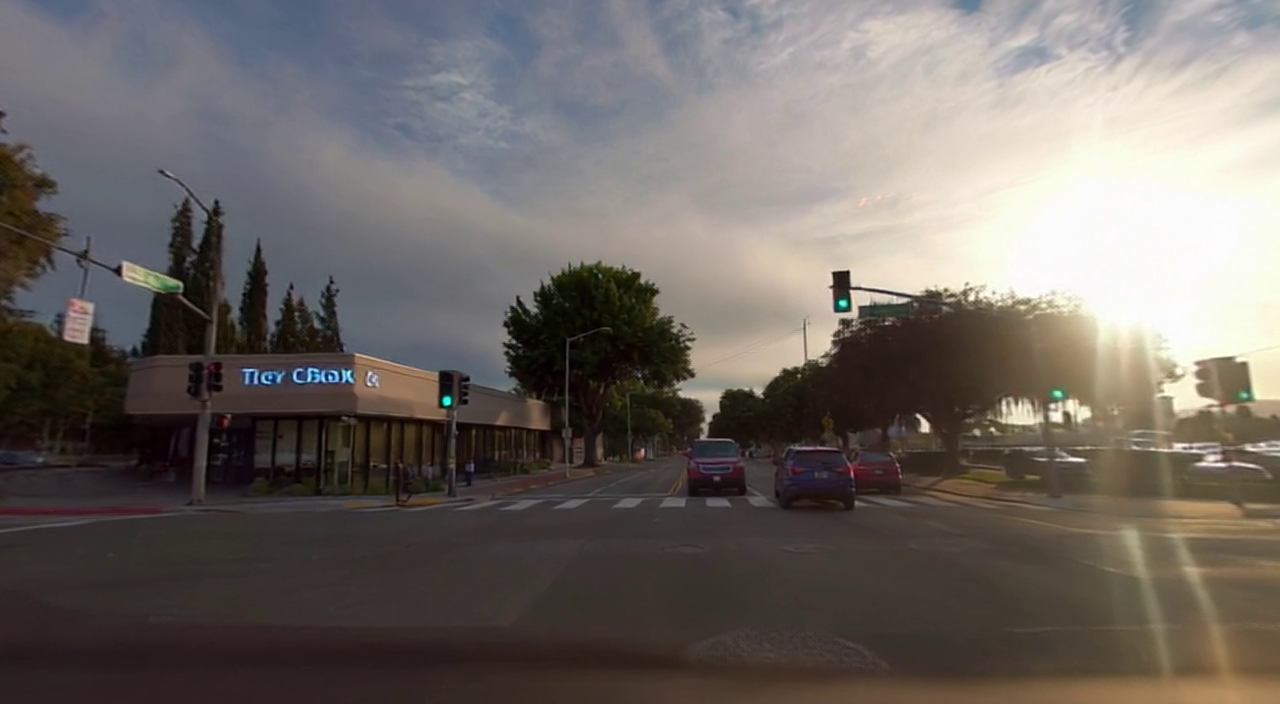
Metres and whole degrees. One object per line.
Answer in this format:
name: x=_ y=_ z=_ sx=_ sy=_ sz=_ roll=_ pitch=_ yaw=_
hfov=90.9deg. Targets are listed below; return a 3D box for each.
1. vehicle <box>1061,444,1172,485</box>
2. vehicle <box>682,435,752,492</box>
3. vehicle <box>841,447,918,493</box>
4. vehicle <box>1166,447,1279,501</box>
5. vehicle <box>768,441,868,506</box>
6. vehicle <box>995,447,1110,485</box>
vehicle: x=21.539 y=5.071 z=28.670 sx=1.748 sy=1.695 sz=3.640 roll=2 pitch=-9 yaw=-13
vehicle: x=2.850 y=4.268 z=24.554 sx=2.390 sy=1.948 sz=5.344 roll=-1 pitch=-9 yaw=4
vehicle: x=9.617 y=4.742 z=25.661 sx=1.792 sy=1.682 sz=4.089 roll=-1 pitch=-9 yaw=5
vehicle: x=18.772 y=3.863 z=20.363 sx=1.875 sy=1.543 sz=3.853 roll=-5 pitch=-10 yaw=28
vehicle: x=5.290 y=3.640 z=19.448 sx=2.048 sy=1.725 sz=4.754 roll=-1 pitch=-9 yaw=4
vehicle: x=18.890 y=5.187 z=29.101 sx=1.924 sy=1.579 sz=4.084 roll=2 pitch=-9 yaw=-17
